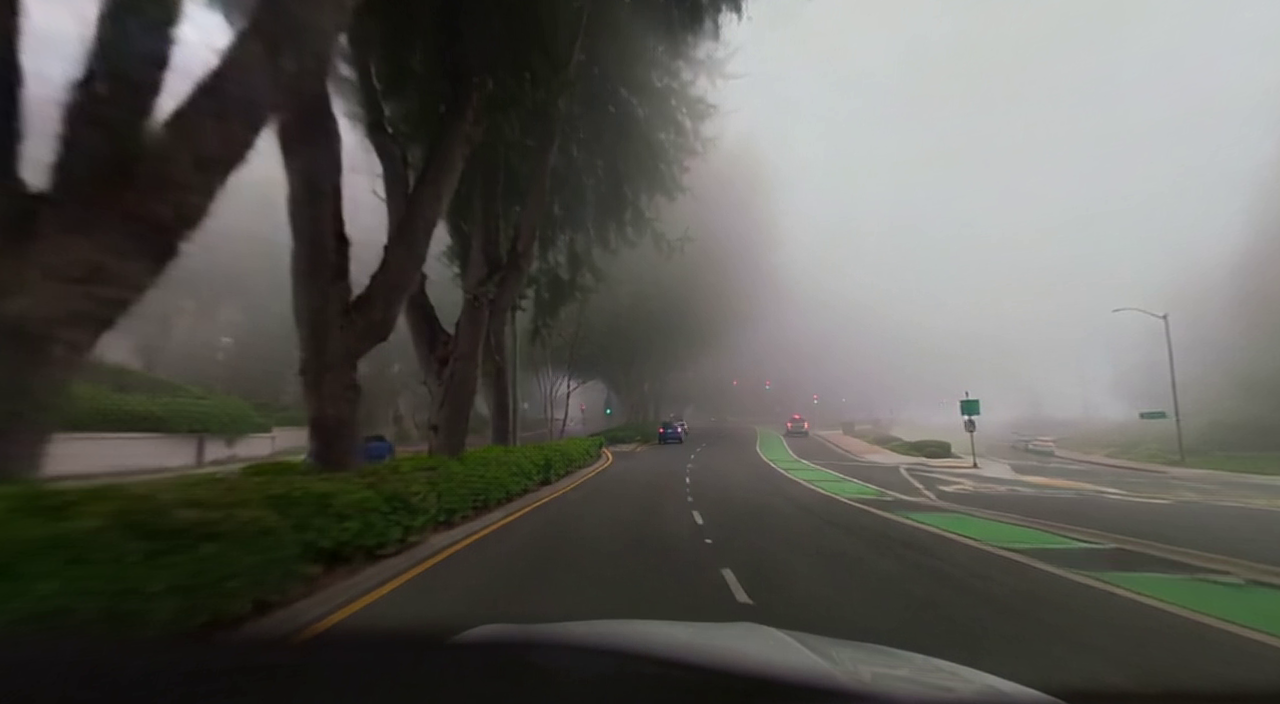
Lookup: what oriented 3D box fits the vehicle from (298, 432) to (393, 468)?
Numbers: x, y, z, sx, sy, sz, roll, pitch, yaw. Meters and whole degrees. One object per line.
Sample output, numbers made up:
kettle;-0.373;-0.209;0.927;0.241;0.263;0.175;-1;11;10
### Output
vehicle;-13.263;4.471;28.783;1.903;1.504;4.346;-1;-9;6
